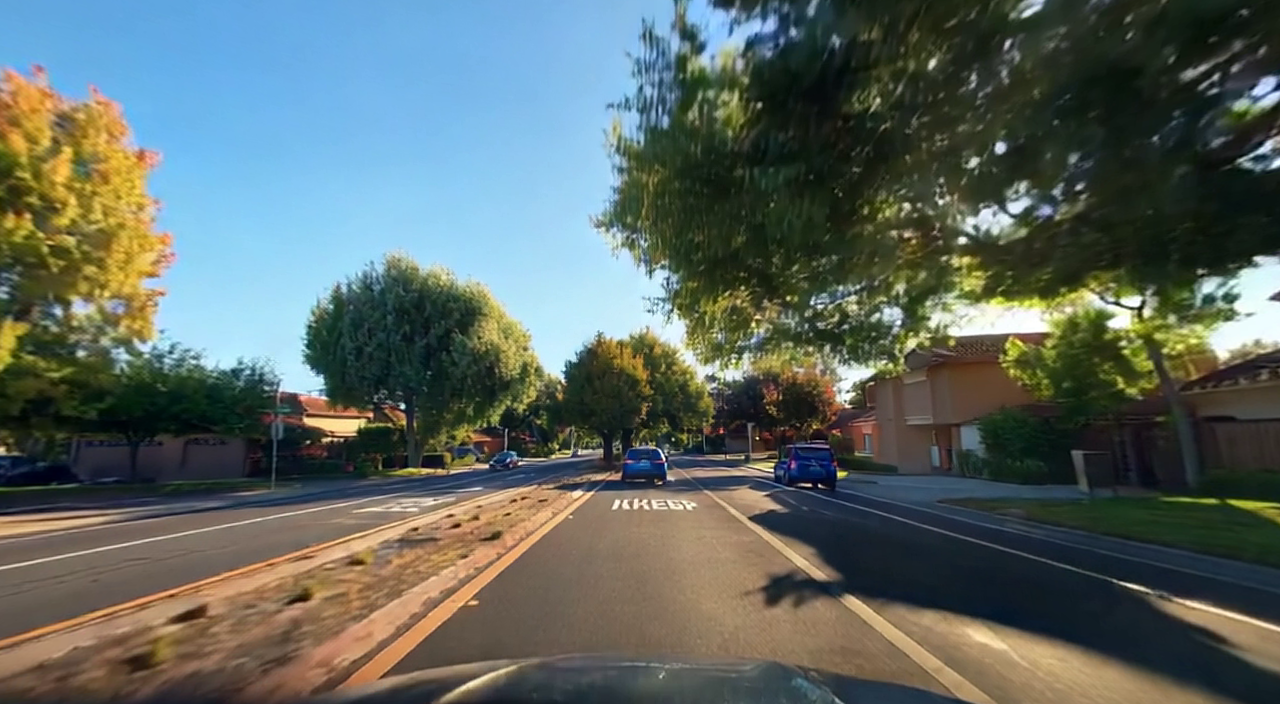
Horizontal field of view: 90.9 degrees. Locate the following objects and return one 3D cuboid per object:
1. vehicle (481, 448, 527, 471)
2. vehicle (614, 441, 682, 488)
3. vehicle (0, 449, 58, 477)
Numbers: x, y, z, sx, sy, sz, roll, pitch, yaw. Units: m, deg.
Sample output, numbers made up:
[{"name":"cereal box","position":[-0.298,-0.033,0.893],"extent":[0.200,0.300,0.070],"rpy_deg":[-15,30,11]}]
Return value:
[{"name":"vehicle","position":[-9.178,7.303,42.919],"extent":[2.030,1.468,4.469],"rpy_deg":[-1,-9,2]},{"name":"vehicle","position":[0.257,3.953,22.495],"extent":[2.158,1.469,4.909],"rpy_deg":[0,-9,0]},{"name":"vehicle","position":[-39.112,6.886,39.155],"extent":[1.858,1.621,3.767],"rpy_deg":[-2,-9,12]}]
